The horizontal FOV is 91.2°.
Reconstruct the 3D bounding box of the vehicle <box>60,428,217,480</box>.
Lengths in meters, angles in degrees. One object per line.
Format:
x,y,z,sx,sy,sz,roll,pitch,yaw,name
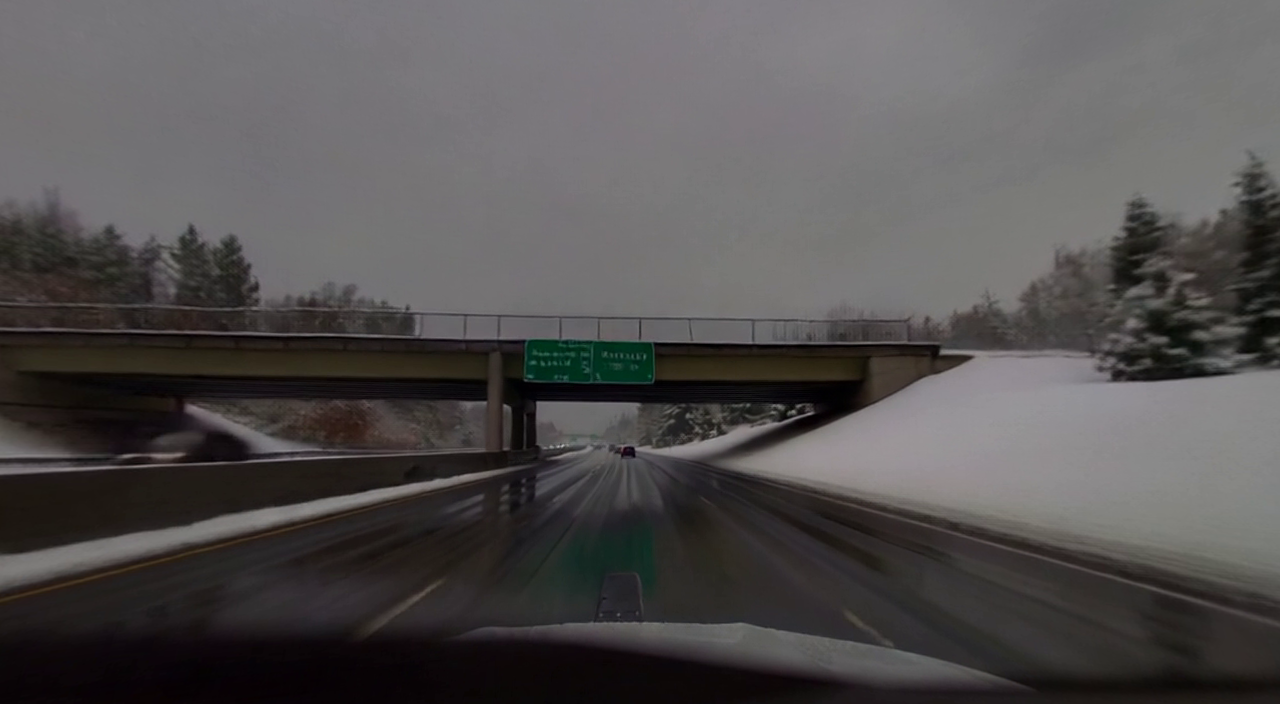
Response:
-17.348,3.563,22.038,1.907,1.624,4.350,0,-9,0,vehicle
